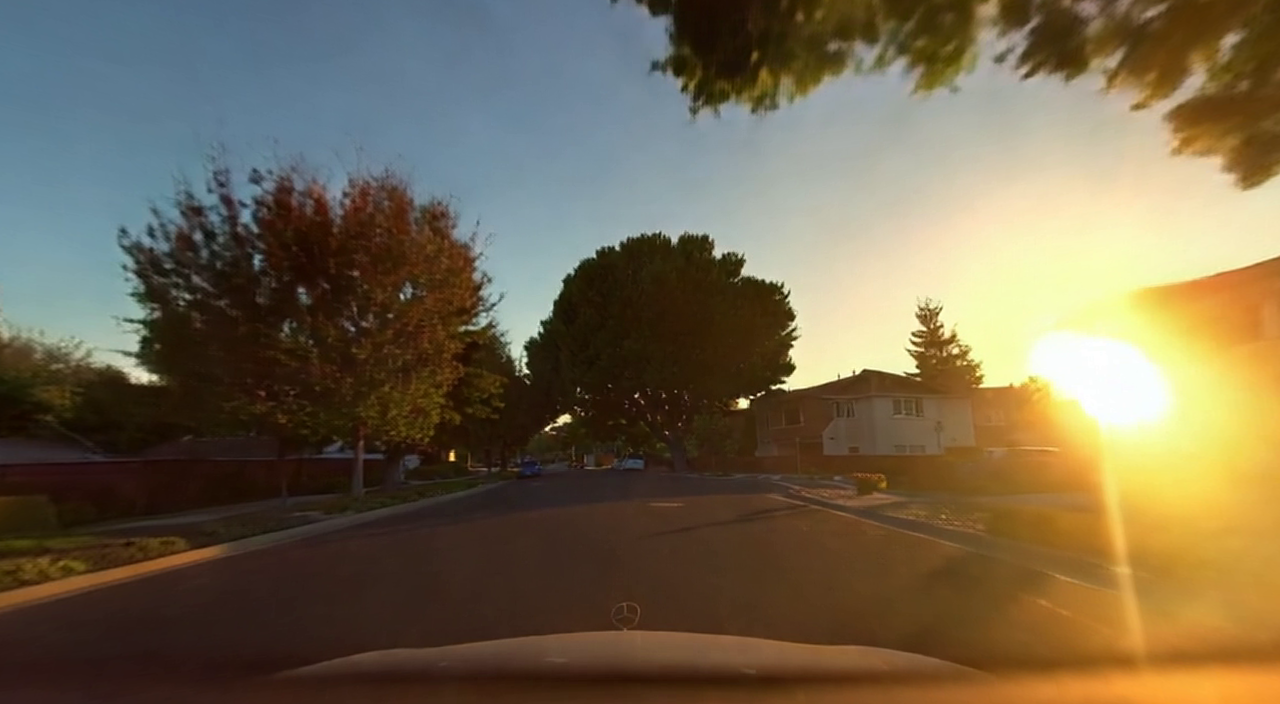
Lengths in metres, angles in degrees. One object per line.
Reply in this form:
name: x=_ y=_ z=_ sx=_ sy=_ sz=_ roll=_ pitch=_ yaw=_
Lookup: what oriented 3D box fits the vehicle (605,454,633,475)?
vehicle: x=-1.639 y=8.657 z=48.652 sx=2.064 sy=1.477 sz=3.968 roll=1 pitch=-9 yaw=-3
